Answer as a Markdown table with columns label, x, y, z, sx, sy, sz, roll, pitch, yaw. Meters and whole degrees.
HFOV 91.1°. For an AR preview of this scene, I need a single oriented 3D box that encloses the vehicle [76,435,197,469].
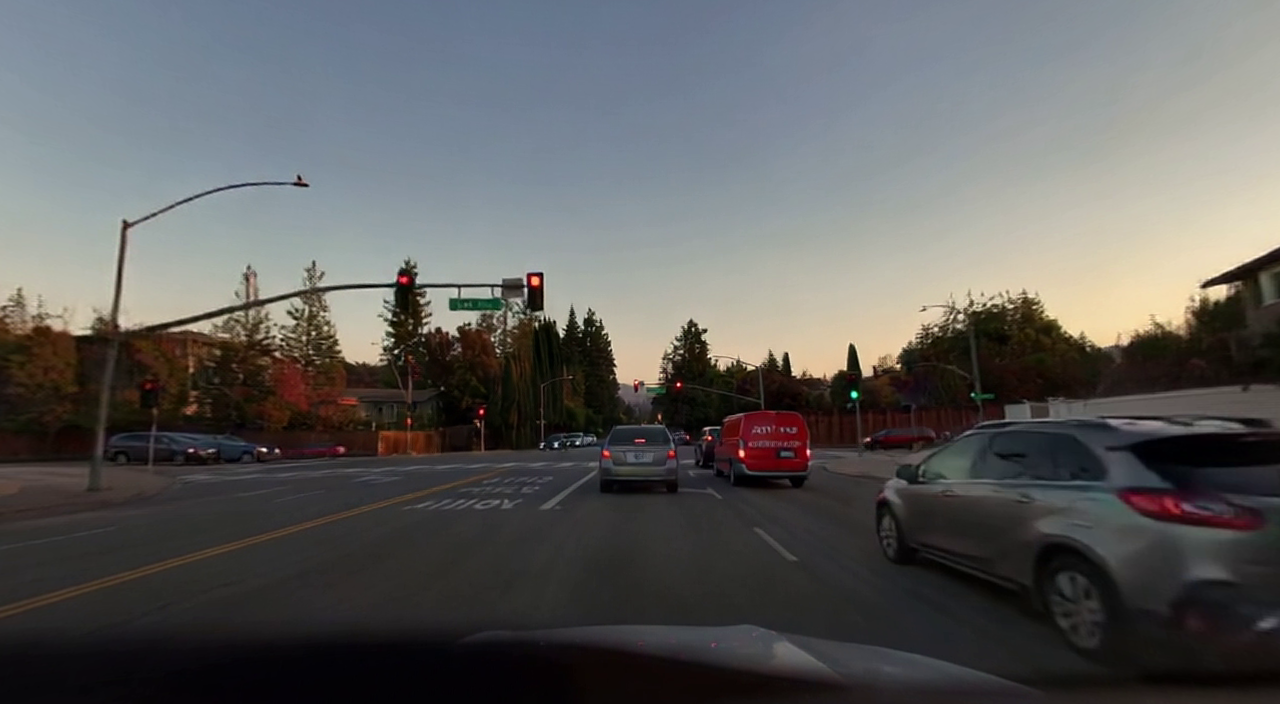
| label | x | y | z | sx | sy | sz | roll | pitch | yaw |
| --- | --- | --- | --- | --- | --- | --- | --- | --- | --- |
| vehicle | -28.219 | 5.613 | 35.356 | 4.757 | 1.841 | 2.121 | 1 | -8 | -7 |

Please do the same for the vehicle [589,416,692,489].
| label | x | y | z | sx | sy | sz | roll | pitch | yaw |
| --- | --- | --- | --- | --- | --- | --- | --- | --- | --- |
| vehicle | 0.046 | 2.590 | 16.383 | 2.321 | 1.624 | 4.367 | 0 | -8 | 1 |

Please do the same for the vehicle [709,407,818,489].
| label | x | y | z | sx | sy | sz | roll | pitch | yaw |
| --- | --- | --- | --- | --- | --- | --- | --- | --- | --- |
| vehicle | 3.156 | 2.583 | 16.997 | 2.059 | 1.924 | 4.257 | 0 | -8 | 0 |

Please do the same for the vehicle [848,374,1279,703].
| label | x | y | z | sx | sy | sz | roll | pitch | yaw |
| --- | --- | --- | --- | --- | --- | --- | --- | --- | --- |
| vehicle | 3.319 | 1.166 | 4.729 | 1.934 | 1.506 | 4.544 | 0 | -8 | 0 |

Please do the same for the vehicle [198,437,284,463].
| label | x | y | z | sx | sy | sz | roll | pitch | yaw |
| --- | --- | --- | --- | --- | --- | --- | --- | --- | --- |
| vehicle | -25.073 | 6.159 | 39.567 | 4.073 | 1.603 | 1.920 | 1 | -8 | -8 |
